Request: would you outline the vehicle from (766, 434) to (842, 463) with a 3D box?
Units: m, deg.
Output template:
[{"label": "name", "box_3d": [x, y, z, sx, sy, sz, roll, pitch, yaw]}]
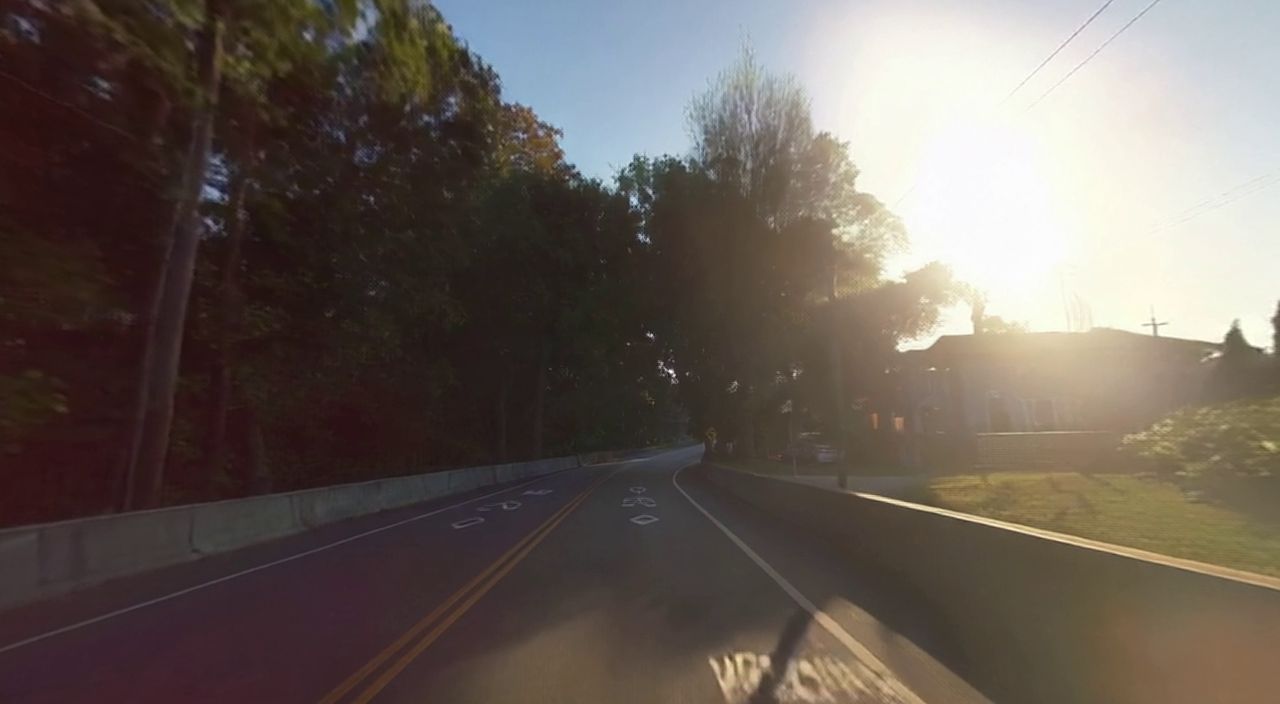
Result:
[{"label": "vehicle", "box_3d": [10.937, 6.439, 42.283, 4.614, 1.764, 1.860, -3, -8, 6]}]
